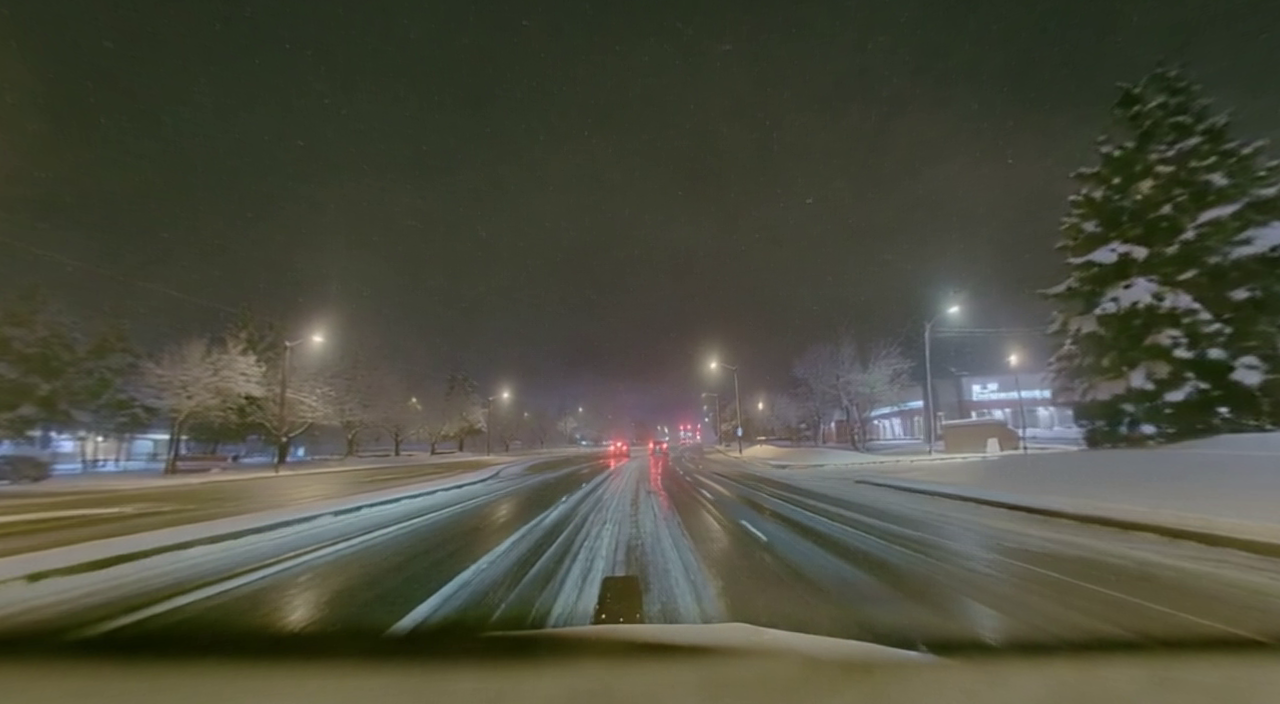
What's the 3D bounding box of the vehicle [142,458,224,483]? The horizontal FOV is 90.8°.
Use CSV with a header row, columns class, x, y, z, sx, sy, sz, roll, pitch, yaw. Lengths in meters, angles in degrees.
class,x,y,z,sx,sy,sz,roll,pitch,yaw
vehicle,-30.245,7.825,42.016,1.820,1.467,4.594,-1,-9,4
